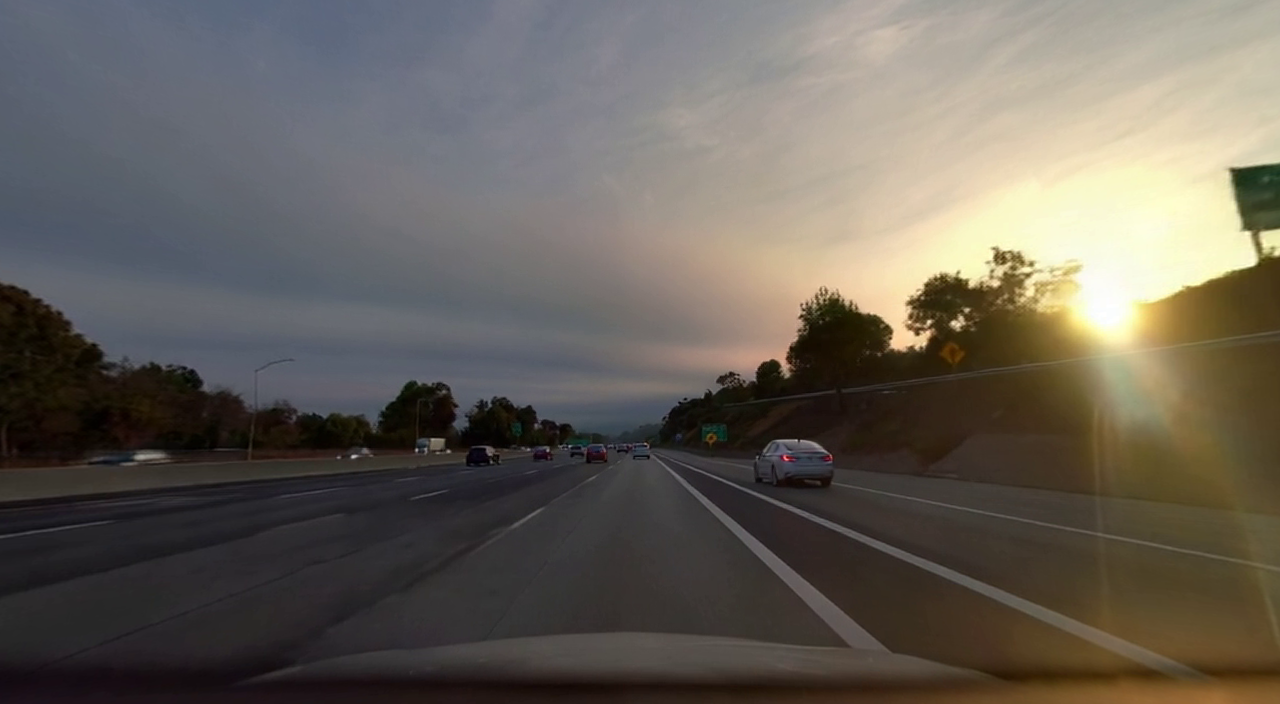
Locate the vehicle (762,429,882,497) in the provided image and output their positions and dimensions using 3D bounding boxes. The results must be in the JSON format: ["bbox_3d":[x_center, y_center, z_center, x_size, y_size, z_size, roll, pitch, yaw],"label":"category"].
[{"bbox_3d":[5.454,3.405,19.676,2.259,1.816,4.862,0,-9,-1],"label":"vehicle"}]

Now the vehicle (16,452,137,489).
[{"bbox_3d":[-24.807,5.217,27.933,1.779,1.480,3.783,0,-9,1],"label":"vehicle"}]

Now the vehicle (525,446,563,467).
[{"bbox_3d":[-7.203,7.908,47.907,2.071,1.486,4.703,0,-9,1],"label":"vehicle"}]

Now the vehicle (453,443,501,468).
[{"bbox_3d":[-11.320,7.264,44.171,2.107,1.628,4.446,0,-9,1],"label":"vehicle"}]
